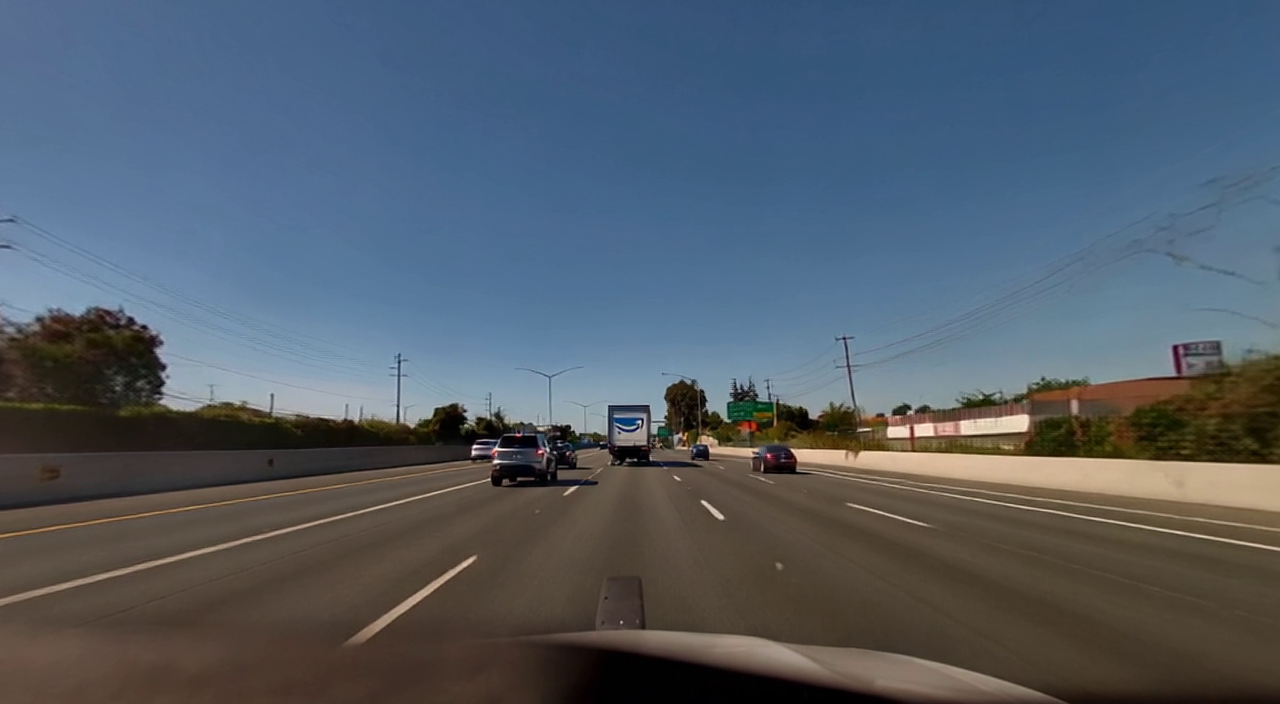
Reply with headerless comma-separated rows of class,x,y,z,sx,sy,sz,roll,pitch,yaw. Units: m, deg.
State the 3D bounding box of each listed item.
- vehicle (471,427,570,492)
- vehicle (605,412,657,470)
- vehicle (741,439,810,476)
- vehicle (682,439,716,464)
vehicle,-3.409,3.176,18.918,2.095,1.688,4.188,0,-9,1
vehicle,-0.398,4.661,32.874,2.456,2.705,6.251,0,-9,0
vehicle,6.069,4.762,28.697,1.970,1.499,4.491,1,-9,-2
vehicle,4.104,6.979,44.425,2.067,1.654,3.985,0,-8,0
